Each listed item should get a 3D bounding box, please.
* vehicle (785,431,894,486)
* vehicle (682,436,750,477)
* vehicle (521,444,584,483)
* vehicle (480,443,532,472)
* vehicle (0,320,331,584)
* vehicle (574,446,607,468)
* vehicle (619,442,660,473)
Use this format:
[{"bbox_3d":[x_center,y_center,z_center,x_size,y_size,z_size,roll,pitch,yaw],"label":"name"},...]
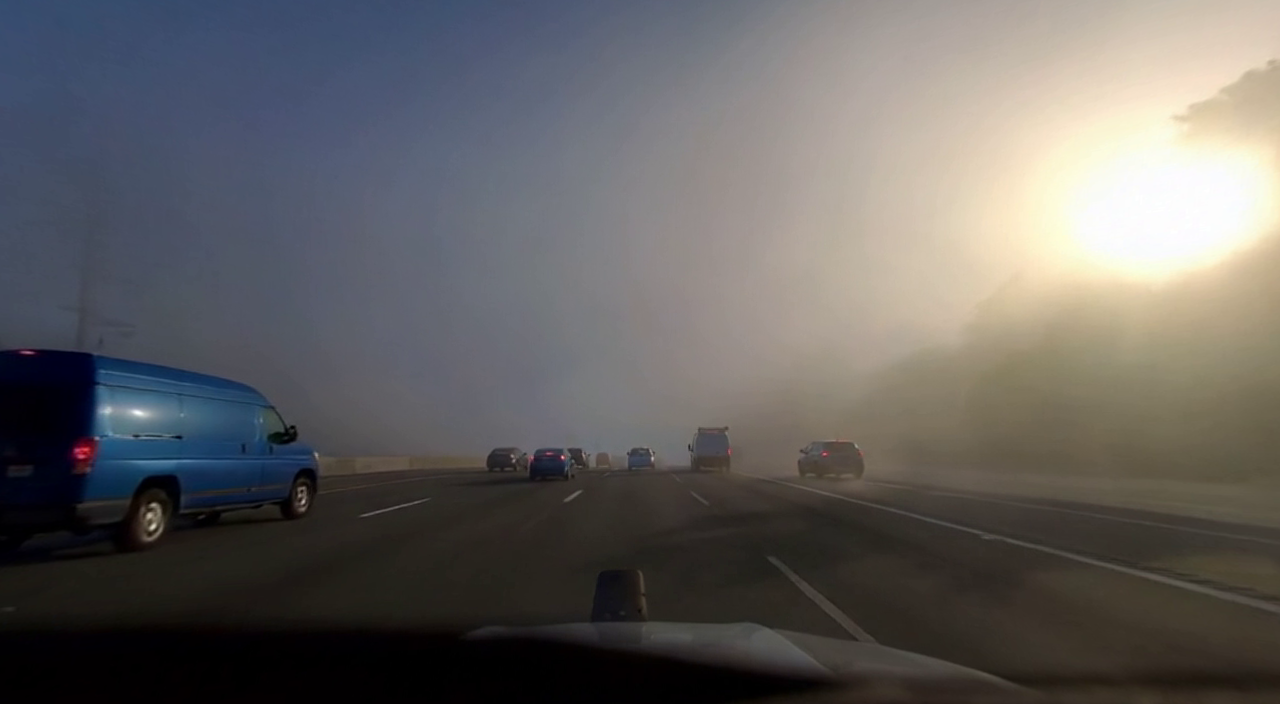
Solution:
[{"bbox_3d":[7.428,4.051,24.267,2.304,1.840,5.706,0,-8,0],"label":"vehicle"},{"bbox_3d":[3.736,5.292,32.319,2.777,1.895,5.710,0,-9,0],"label":"vehicle"},{"bbox_3d":[-3.518,4.568,26.159,1.970,1.483,4.071,0,-9,1],"label":"vehicle"},{"bbox_3d":[-7.678,6.087,36.496,1.961,1.562,4.301,0,-9,1],"label":"vehicle"},{"bbox_3d":[-7.587,1.475,9.712,2.336,2.708,6.421,0,-9,0],"label":"vehicle"},{"bbox_3d":[-3.549,7.539,45.614,1.987,1.466,4.341,0,-9,1],"label":"vehicle"},{"bbox_3d":[0.007,5.801,34.852,2.115,1.617,4.102,0,-9,1],"label":"vehicle"}]
